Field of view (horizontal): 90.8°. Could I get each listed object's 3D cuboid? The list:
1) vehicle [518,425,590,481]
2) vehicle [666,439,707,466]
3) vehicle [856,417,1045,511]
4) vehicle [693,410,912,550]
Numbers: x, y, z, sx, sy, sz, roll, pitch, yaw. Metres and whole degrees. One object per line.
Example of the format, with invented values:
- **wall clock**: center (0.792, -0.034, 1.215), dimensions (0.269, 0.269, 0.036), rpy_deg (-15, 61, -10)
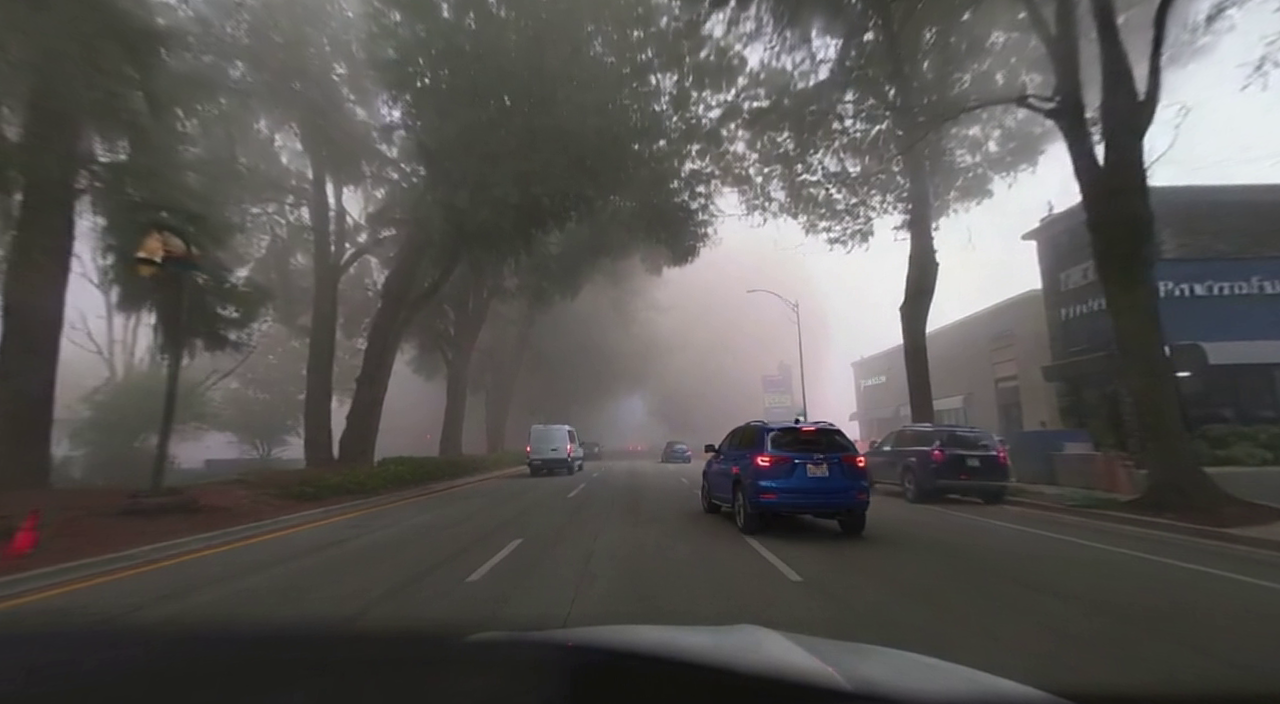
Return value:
- **vehicle**: center (-3.430, 4.183, 26.415), dimensions (2.357, 2.063, 5.488), rpy_deg (0, -8, -1)
- **vehicle**: center (2.724, 6.060, 38.118), dimensions (1.953, 1.509, 4.186), rpy_deg (0, -8, -2)
- **vehicle**: center (6.875, 2.534, 14.718), dimensions (1.945, 1.797, 4.591), rpy_deg (0, -8, -1)
- **vehicle**: center (2.246, 1.923, 10.154), dimensions (2.168, 1.725, 4.192), rpy_deg (0, -8, -3)
